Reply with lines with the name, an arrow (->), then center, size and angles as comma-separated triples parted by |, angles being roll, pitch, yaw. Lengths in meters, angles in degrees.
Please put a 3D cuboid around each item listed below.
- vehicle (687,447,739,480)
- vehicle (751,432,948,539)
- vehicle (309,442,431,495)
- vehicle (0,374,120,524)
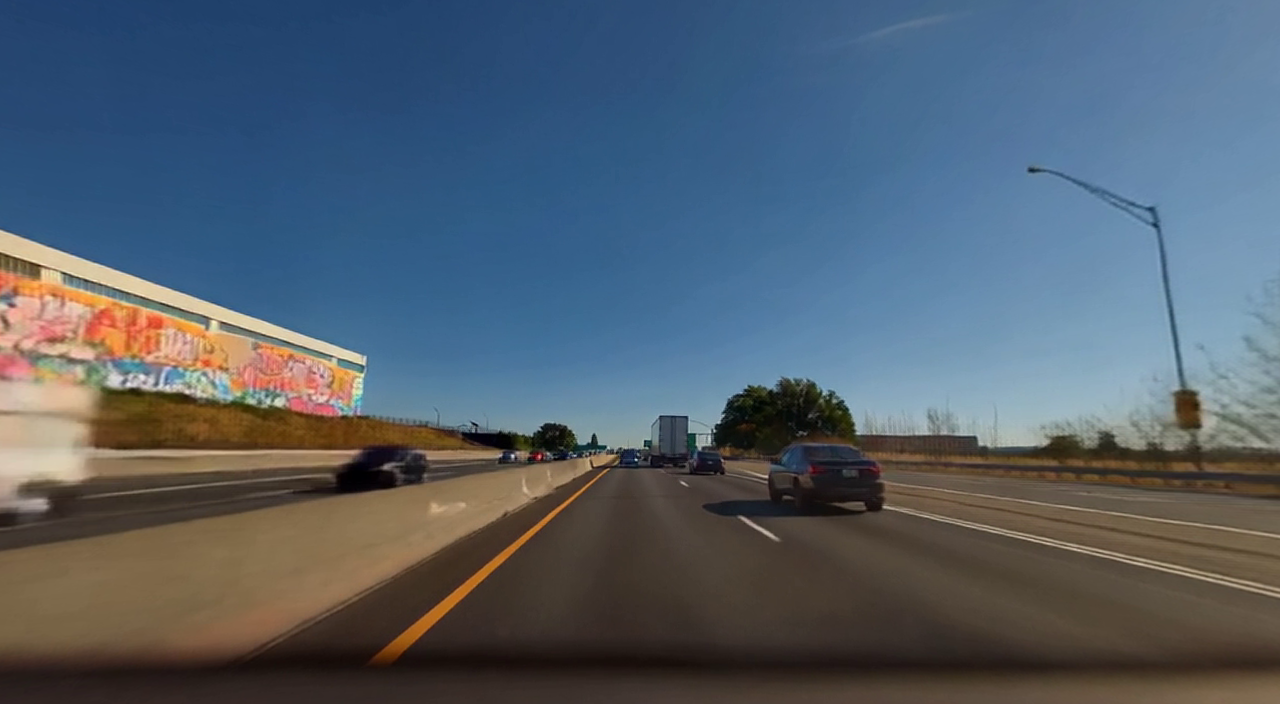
vehicle -> 3.730, 5.794, 32.913 | 2.085, 1.588, 4.436 | 0, -9, -2
vehicle -> 3.600, 2.395, 11.908 | 2.045, 1.605, 4.674 | 0, -9, -1
vehicle -> -8.756, 3.806, 20.861 | 1.965, 1.527, 4.704 | 0, -9, 0
vehicle -> -12.027, 1.521, 9.783 | 2.373, 2.502, 6.255 | 0, -9, 0
